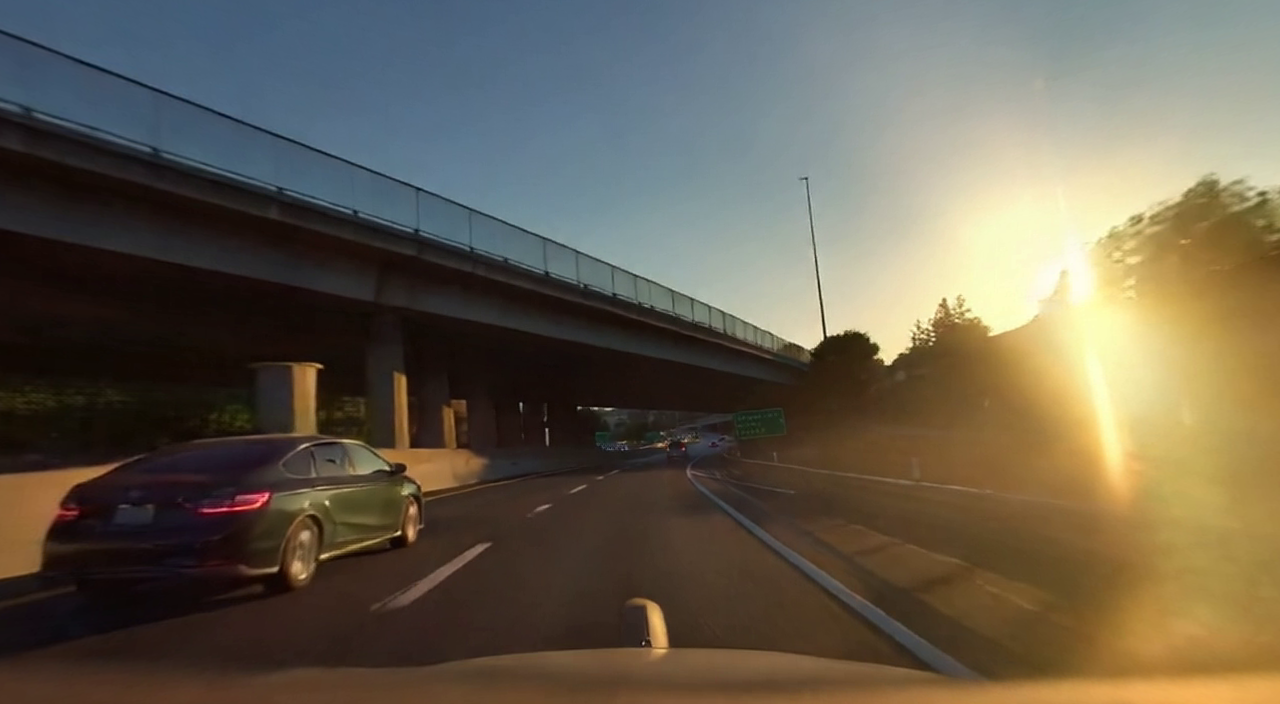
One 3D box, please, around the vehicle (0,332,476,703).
[{"bbox_3d":[-3.433,1.266,5.935,2.143,1.851,5.817,0,-9,1],"label":"vehicle"}]
